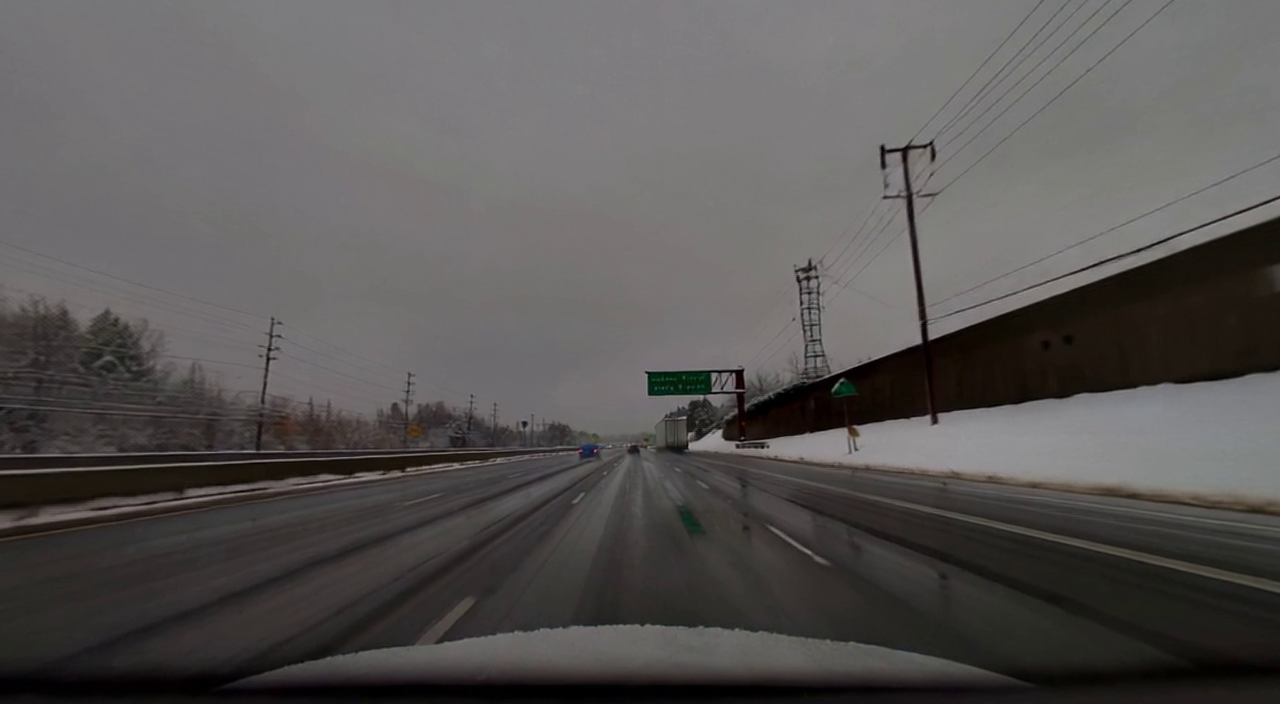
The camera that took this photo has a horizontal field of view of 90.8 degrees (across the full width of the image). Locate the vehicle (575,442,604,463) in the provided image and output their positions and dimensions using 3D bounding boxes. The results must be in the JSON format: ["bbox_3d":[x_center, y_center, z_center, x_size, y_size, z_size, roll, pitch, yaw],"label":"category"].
[{"bbox_3d":[-3.938,7.943,49.965,2.009,1.533,4.175,0,-9,0],"label":"vehicle"}]
